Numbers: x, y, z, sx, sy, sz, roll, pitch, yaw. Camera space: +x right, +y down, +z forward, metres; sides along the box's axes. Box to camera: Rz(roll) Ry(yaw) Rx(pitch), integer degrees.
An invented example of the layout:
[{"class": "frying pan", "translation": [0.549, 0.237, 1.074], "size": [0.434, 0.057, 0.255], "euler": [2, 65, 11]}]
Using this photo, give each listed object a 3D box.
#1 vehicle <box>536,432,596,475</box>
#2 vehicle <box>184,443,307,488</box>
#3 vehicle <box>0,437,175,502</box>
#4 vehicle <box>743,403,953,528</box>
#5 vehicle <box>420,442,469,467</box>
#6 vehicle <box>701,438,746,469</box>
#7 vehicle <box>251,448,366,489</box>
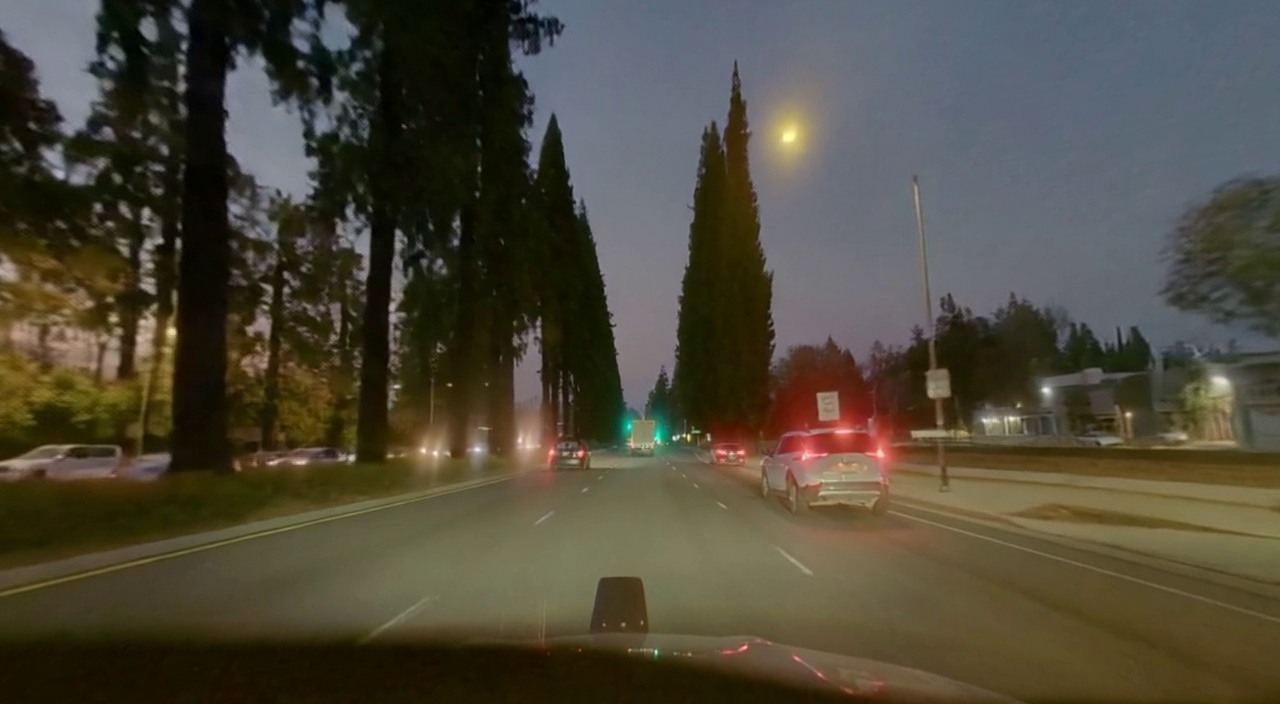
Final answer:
[{"class": "vehicle", "translation": [-3.515, 4.984, 31.058], "size": [2.255, 1.940, 4.822], "euler": [0, -8, 1]}, {"class": "vehicle", "translation": [-17.174, 4.945, 27.806], "size": [1.965, 1.780, 5.122], "euler": [0, -9, 2]}, {"class": "vehicle", "translation": [-20.939, 4.334, 23.803], "size": [2.353, 2.119, 5.625], "euler": [0, -9, 1]}, {"class": "vehicle", "translation": [3.841, 2.272, 13.208], "size": [2.381, 2.008, 5.971], "euler": [0, -9, 0]}, {"class": "vehicle", "translation": [-13.587, 7.131, 44.040], "size": [2.181, 1.604, 3.944], "euler": [0, -9, 0]}, {"class": "vehicle", "translation": [4.951, 6.077, 37.894], "size": [2.280, 1.757, 4.572], "euler": [-1, -9, 3]}, {"class": "vehicle", "translation": [-13.755, 4.818, 26.567], "size": [2.142, 1.528, 4.804], "euler": [0, -9, 2]}]
